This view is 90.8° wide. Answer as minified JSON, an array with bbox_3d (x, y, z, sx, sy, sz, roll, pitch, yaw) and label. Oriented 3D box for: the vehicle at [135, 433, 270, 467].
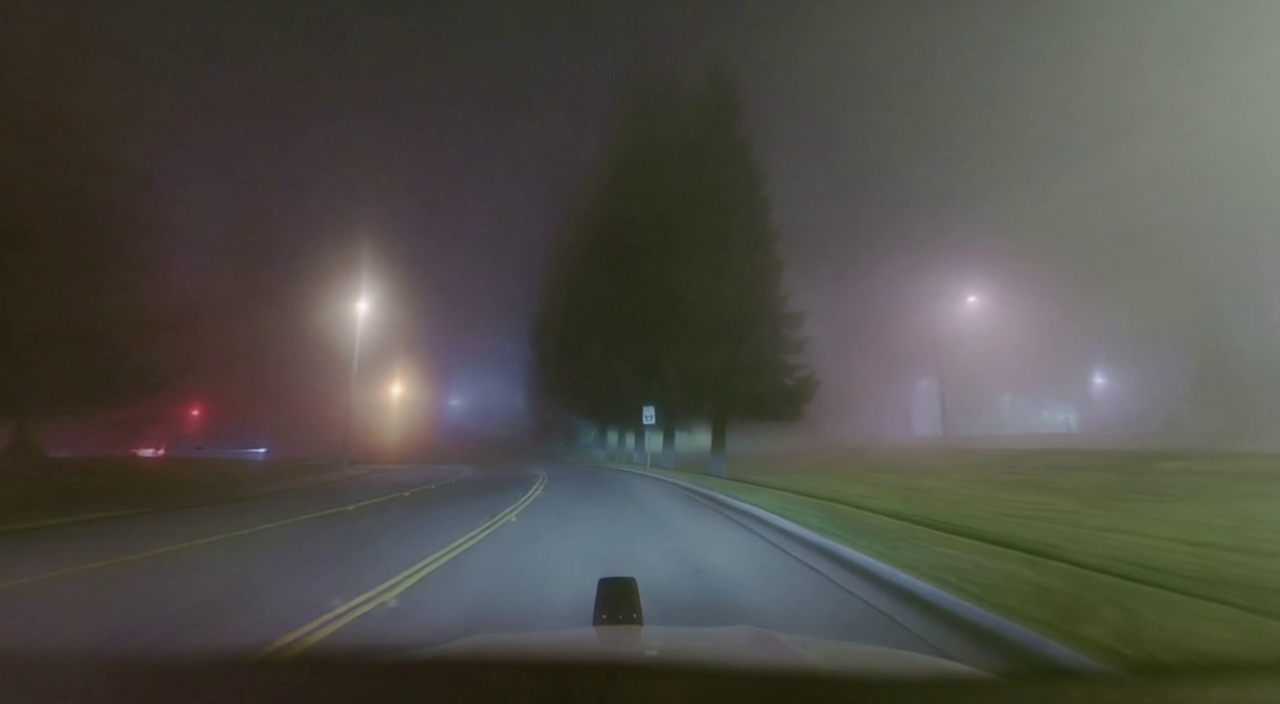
[{"bbox_3d":[-24.388,5.495,35.473,5.613,1.775,2.357,1,-8,-9],"label":"vehicle"}]
